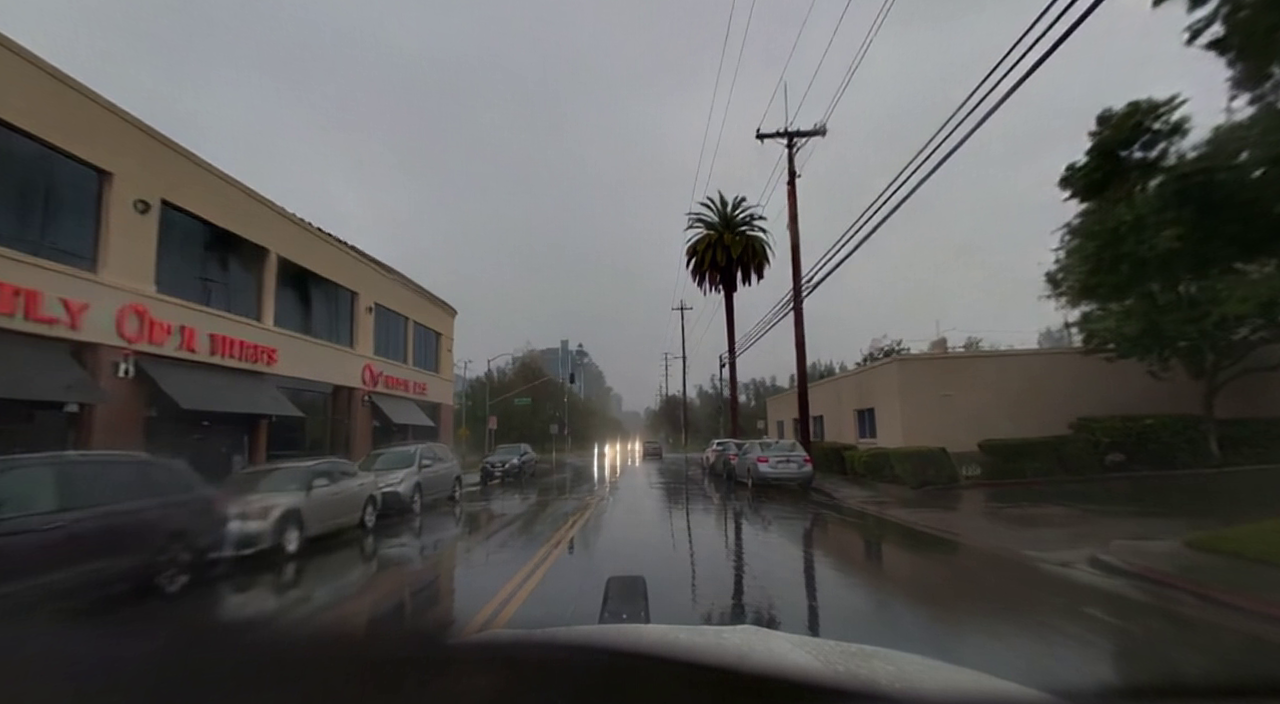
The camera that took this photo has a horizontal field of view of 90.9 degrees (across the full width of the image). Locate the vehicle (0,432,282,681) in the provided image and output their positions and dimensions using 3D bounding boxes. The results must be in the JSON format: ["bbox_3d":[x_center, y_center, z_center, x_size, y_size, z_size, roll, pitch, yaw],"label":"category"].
[{"bbox_3d":[-5.881,1.660,5.598,2.286,1.836,5.088,0,-9,2],"label":"vehicle"}]

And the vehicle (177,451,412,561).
[{"bbox_3d":[-5.938,2.634,11.612,1.931,1.574,4.360,0,-9,-2],"label":"vehicle"}]

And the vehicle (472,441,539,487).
[{"bbox_3d":[-5.903,4.975,28.355,2.126,1.864,4.831,0,-9,-2],"label":"vehicle"}]

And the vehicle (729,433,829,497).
[{"bbox_3d":[3.853,3.216,18.384,1.948,1.607,4.873,0,-9,2],"label":"vehicle"}]

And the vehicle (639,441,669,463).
[{"bbox_3d":[0.985,7.528,47.607,2.125,1.524,4.404,0,-9,0],"label":"vehicle"}]
